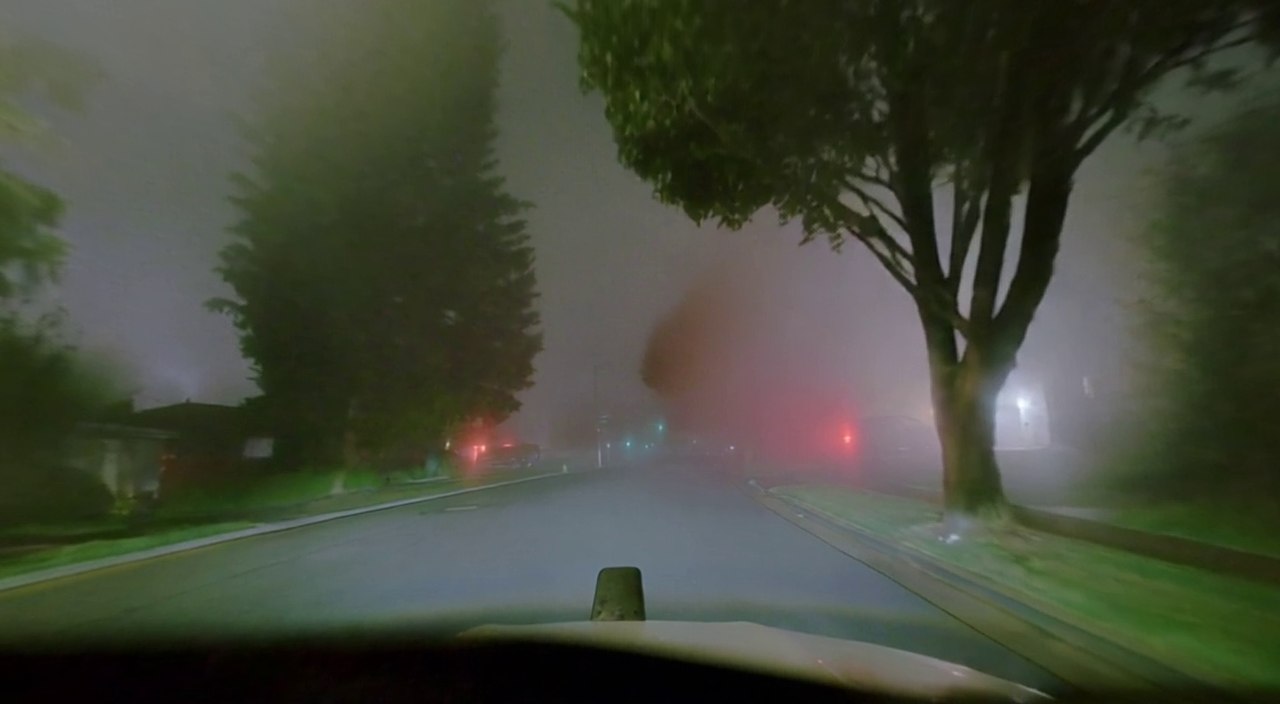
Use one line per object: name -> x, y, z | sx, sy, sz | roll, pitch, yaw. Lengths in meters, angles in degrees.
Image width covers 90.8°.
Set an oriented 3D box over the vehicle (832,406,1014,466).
vehicle -> 11.098, 3.383, 25.331 | 6.053, 2.240, 2.582 | -1, -9, 6
